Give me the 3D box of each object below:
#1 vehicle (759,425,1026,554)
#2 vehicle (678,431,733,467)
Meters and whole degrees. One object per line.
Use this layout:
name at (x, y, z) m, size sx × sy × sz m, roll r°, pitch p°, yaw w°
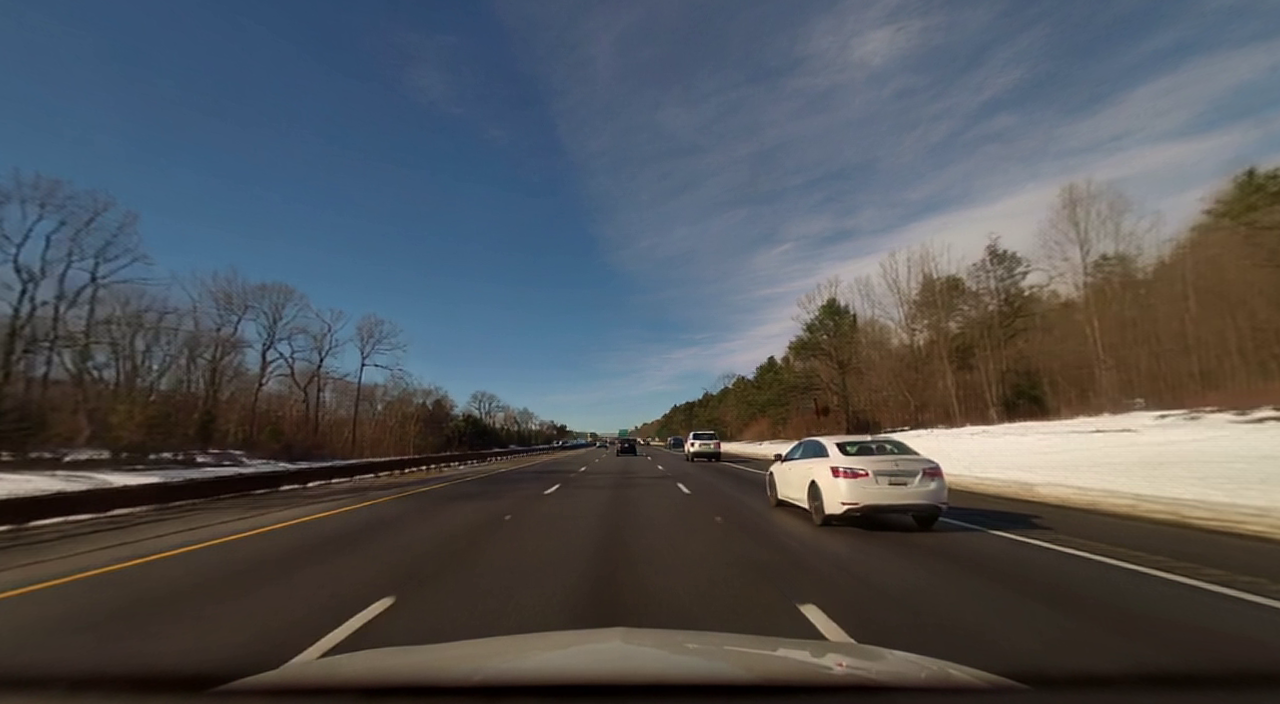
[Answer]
vehicle at (3.401, 1.922, 9.710) m, size 2.056 × 1.479 × 4.660 m, roll 0°, pitch -8°, yaw -2°
vehicle at (3.176, 4.786, 31.319) m, size 2.098 × 1.677 × 4.275 m, roll 0°, pitch -8°, yaw -2°
